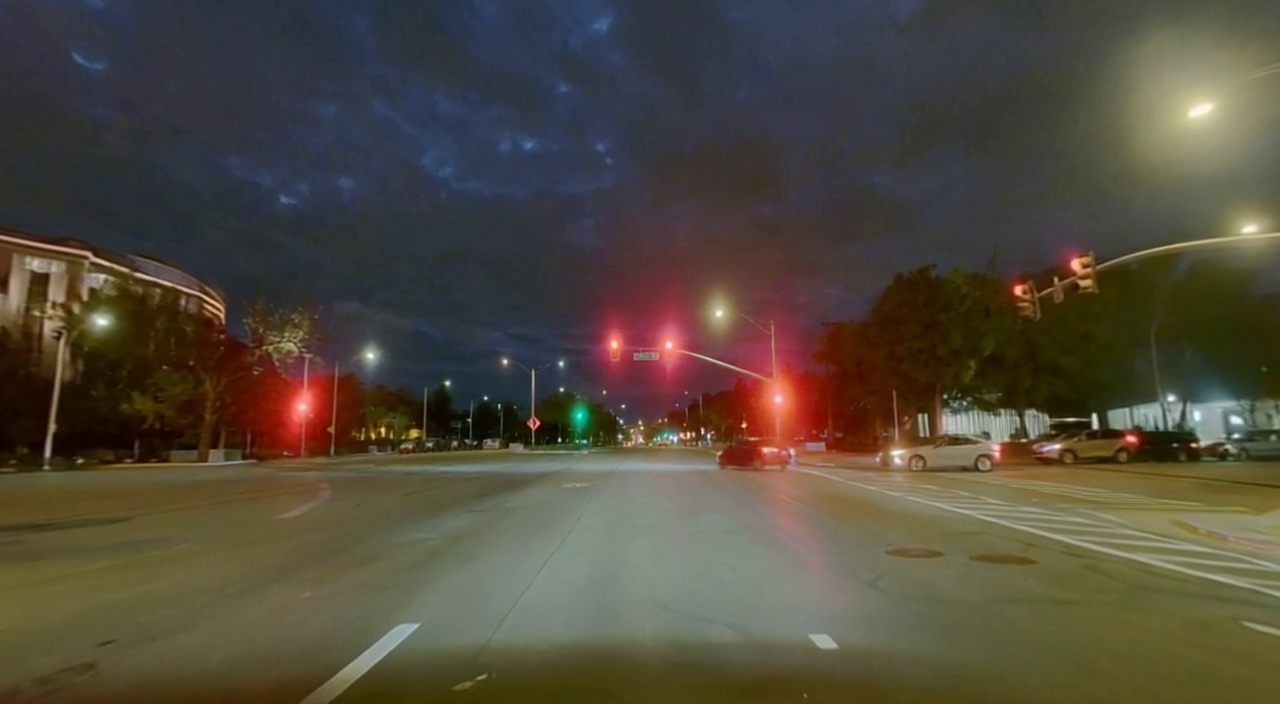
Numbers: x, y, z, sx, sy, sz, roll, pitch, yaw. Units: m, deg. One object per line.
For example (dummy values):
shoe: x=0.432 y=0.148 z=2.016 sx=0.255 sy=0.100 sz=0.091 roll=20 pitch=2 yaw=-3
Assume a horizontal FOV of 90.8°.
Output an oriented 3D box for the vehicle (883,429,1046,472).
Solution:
vehicle: x=11.718 y=3.580 z=23.040 sx=4.916 sy=1.504 sz=1.846 roll=0 pitch=-9 yaw=-2

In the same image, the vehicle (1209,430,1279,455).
vehicle: x=42.253 y=6.178 z=43.100 sx=2.037 sy=1.614 sz=5.175 roll=0 pitch=-9 yaw=0

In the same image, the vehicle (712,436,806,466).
vehicle: x=5.350 y=4.522 z=28.858 sx=4.046 sy=1.306 sz=1.719 roll=-1 pitch=-9 yaw=5

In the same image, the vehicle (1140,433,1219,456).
vehicle: x=36.597 y=6.299 z=42.990 sx=1.726 sy=1.429 sz=4.163 roll=0 pitch=-9 yaw=2

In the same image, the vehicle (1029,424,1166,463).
vehicle: x=20.699 y=4.182 z=28.751 sx=4.571 sy=1.698 sz=1.977 roll=-1 pitch=-9 yaw=4
